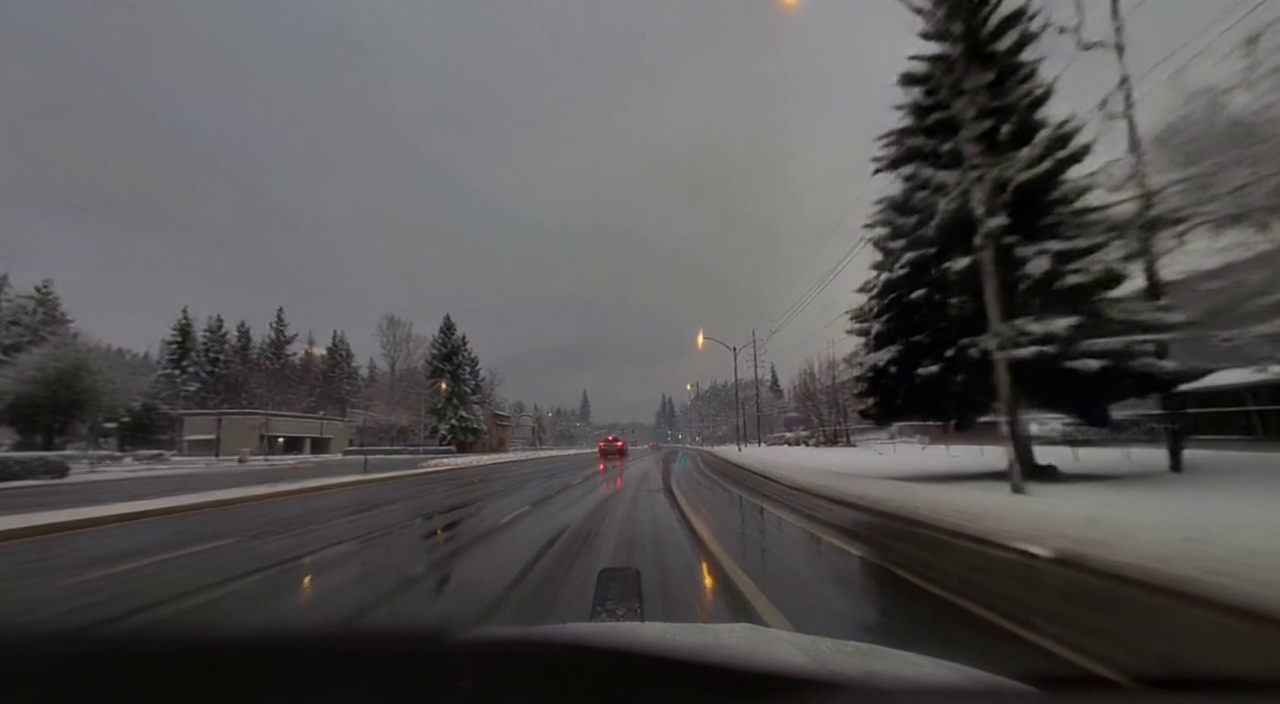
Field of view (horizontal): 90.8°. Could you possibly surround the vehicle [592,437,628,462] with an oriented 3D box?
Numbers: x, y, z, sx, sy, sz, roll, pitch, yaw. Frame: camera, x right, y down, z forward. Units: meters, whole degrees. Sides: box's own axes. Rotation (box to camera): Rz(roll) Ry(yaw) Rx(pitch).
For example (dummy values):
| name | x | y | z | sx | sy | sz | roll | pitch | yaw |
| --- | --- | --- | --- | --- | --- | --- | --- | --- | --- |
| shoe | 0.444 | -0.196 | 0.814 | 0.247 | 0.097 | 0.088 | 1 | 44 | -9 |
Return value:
| name | x | y | z | sx | sy | sz | roll | pitch | yaw |
| --- | --- | --- | --- | --- | --- | --- | --- | --- | --- |
| vehicle | -2.039 | 6.871 | 44.450 | 2.121 | 1.654 | 3.993 | -1 | -8 | 4 |
